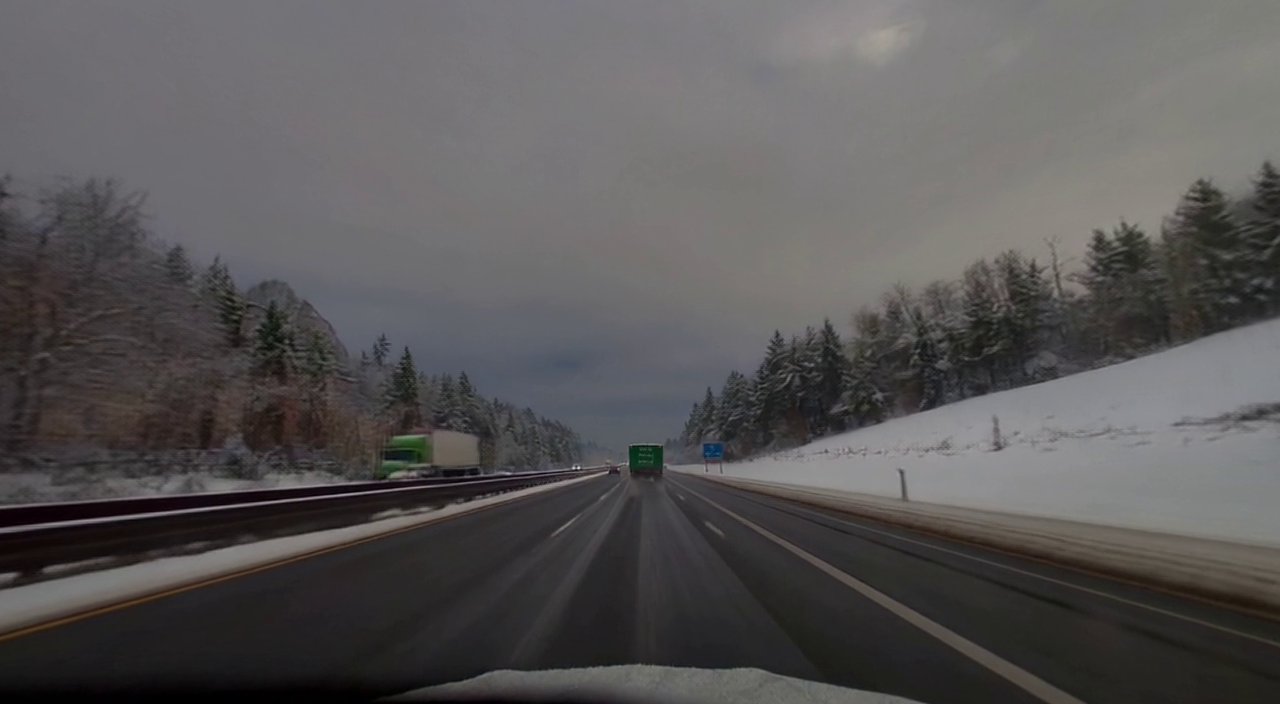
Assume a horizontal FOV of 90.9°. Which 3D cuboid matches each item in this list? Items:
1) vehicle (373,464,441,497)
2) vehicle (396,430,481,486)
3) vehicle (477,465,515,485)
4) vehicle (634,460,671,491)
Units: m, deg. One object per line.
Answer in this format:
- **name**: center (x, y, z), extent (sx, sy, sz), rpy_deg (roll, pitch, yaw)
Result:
- **vehicle**: center (-11.124, 6.143, 30.290), extent (1.787, 1.428, 3.643), rpy_deg (1, -10, 1)
- **vehicle**: center (-15.563, 8.441, 49.736), extent (3.015, 3.895, 10.076), rpy_deg (0, -10, 2)
- **vehicle**: center (-10.966, 9.444, 48.331), extent (1.829, 1.432, 4.294), rpy_deg (1, -10, 1)
- **vehicle**: center (0.698, 7.282, 37.261), extent (2.048, 1.663, 4.377), rpy_deg (1, -10, 0)
